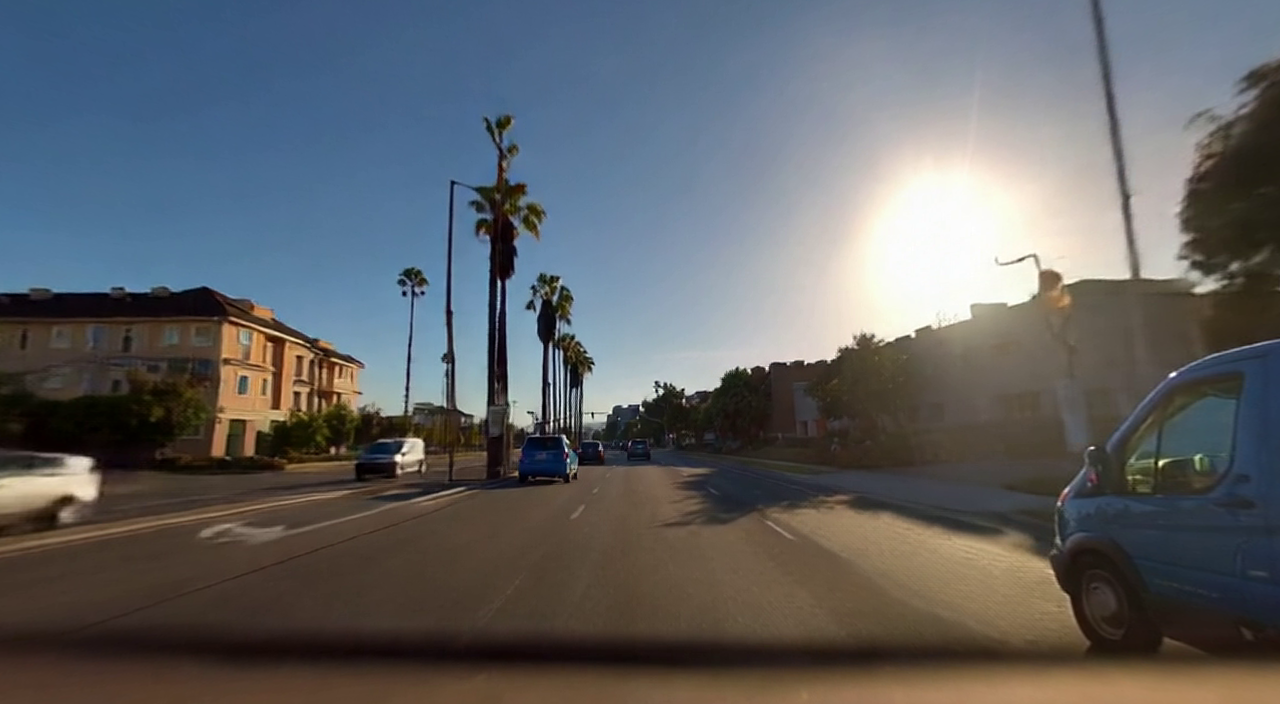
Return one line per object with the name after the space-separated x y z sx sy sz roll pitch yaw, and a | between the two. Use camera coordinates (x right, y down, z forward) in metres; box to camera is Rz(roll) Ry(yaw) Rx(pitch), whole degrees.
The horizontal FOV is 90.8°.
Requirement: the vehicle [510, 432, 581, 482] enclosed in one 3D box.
-3.405 3.866 23.515 1.967 1.703 4.157 0 -8 0 | vehicle

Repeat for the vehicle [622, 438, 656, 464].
-0.119 6.951 44.511 2.191 1.761 3.857 0 -8 -2 | vehicle

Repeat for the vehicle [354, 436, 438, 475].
-11.959 5.093 31.398 2.242 1.770 4.782 0 -8 0 | vehicle

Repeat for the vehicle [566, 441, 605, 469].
-3.015 5.776 35.612 1.869 1.454 4.142 0 -8 -1 | vehicle

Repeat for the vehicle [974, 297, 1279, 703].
3.710 0.718 2.380 2.234 1.912 4.847 0 -8 0 | vehicle
